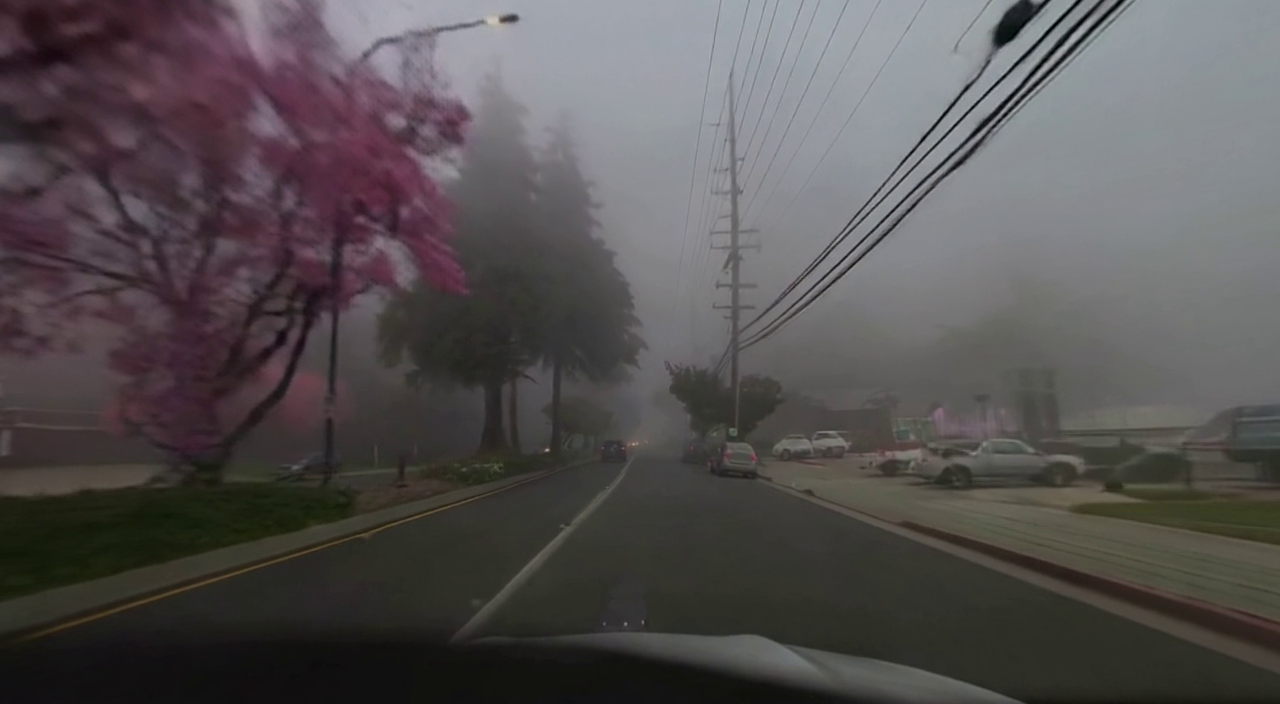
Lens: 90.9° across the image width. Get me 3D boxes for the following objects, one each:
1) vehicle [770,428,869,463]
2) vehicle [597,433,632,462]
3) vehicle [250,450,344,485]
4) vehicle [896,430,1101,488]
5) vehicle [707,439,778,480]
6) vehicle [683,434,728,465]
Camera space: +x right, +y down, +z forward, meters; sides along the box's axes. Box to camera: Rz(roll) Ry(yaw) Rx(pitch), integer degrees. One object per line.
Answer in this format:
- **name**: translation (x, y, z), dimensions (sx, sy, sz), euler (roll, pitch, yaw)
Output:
- **vehicle**: translation (9.891, 5.208, 35.011), dimensions (4.818, 1.847, 2.257), euler (-1, -8, 2)
- **vehicle**: translation (-1.774, 6.817, 45.074), dimensions (2.202, 1.961, 4.980), euler (0, -8, 1)
- **vehicle**: translation (-16.473, 5.530, 30.557), dimensions (1.954, 1.497, 4.613), euler (0, -8, 0)
- **vehicle**: translation (9.650, 2.893, 17.234), dimensions (4.430, 1.480, 1.923), euler (0, -8, -2)
- **vehicle**: translation (3.978, 4.259, 25.245), dimensions (2.042, 1.465, 4.455), euler (0, -8, 0)
- **vehicle**: translation (4.240, 6.455, 41.858), dimensions (2.280, 1.904, 5.779), euler (0, -8, -1)
